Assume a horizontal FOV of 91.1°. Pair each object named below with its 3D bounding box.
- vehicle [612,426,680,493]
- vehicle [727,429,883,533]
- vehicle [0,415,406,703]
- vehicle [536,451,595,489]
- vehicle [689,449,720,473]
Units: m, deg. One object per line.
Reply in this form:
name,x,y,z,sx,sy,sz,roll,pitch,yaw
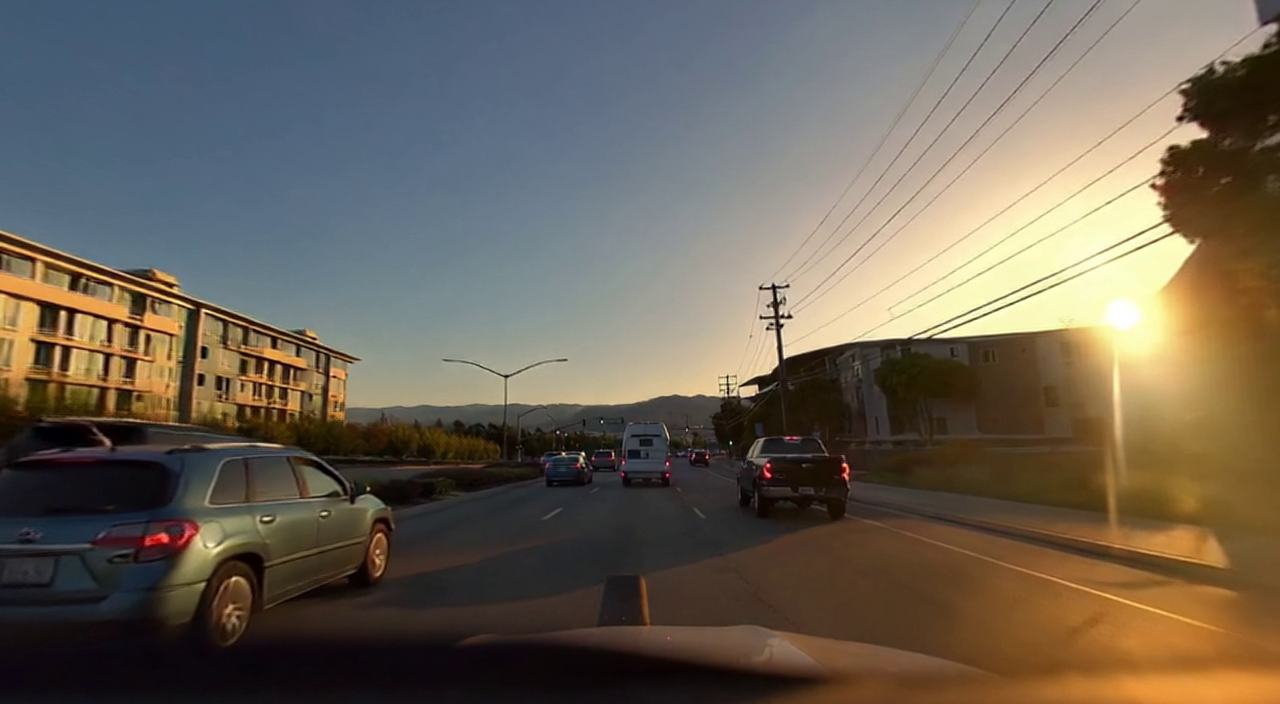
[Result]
vehicle,0.366,4.336,25.662,2.457,2.440,5.486,-1,-9,3
vehicle,3.382,2.751,13.999,2.283,1.923,4.427,0,-9,0
vehicle,-3.602,1.432,5.048,1.934,1.643,3.718,0,-9,1
vehicle,-3.263,5.284,28.502,1.984,1.567,4.311,0,-9,2
vehicle,4.844,8.291,47.855,2.092,1.696,4.218,0,-9,2
